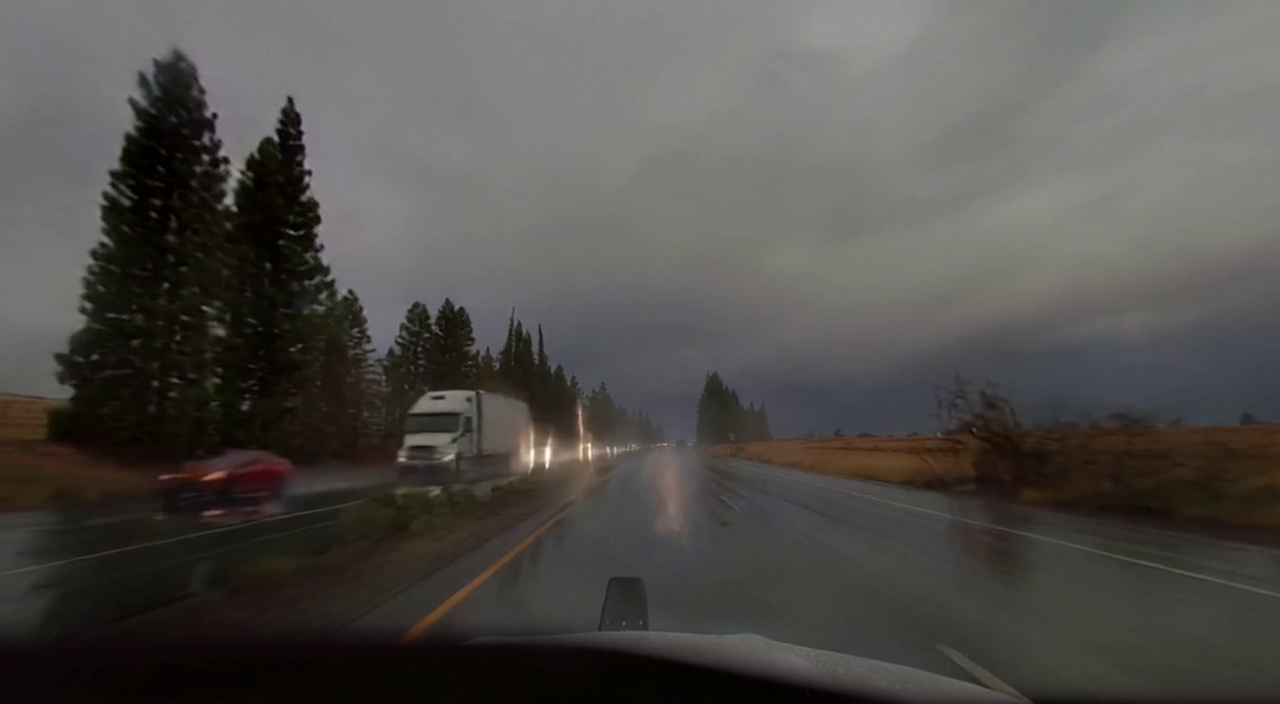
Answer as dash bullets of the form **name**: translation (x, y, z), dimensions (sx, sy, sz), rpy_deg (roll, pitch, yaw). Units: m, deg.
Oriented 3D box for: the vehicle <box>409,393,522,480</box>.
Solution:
- **vehicle**: translation (-8.804, 4.537, 33.369), dimensions (2.929, 3.915, 9.419), rpy_deg (-1, -8, 2)
